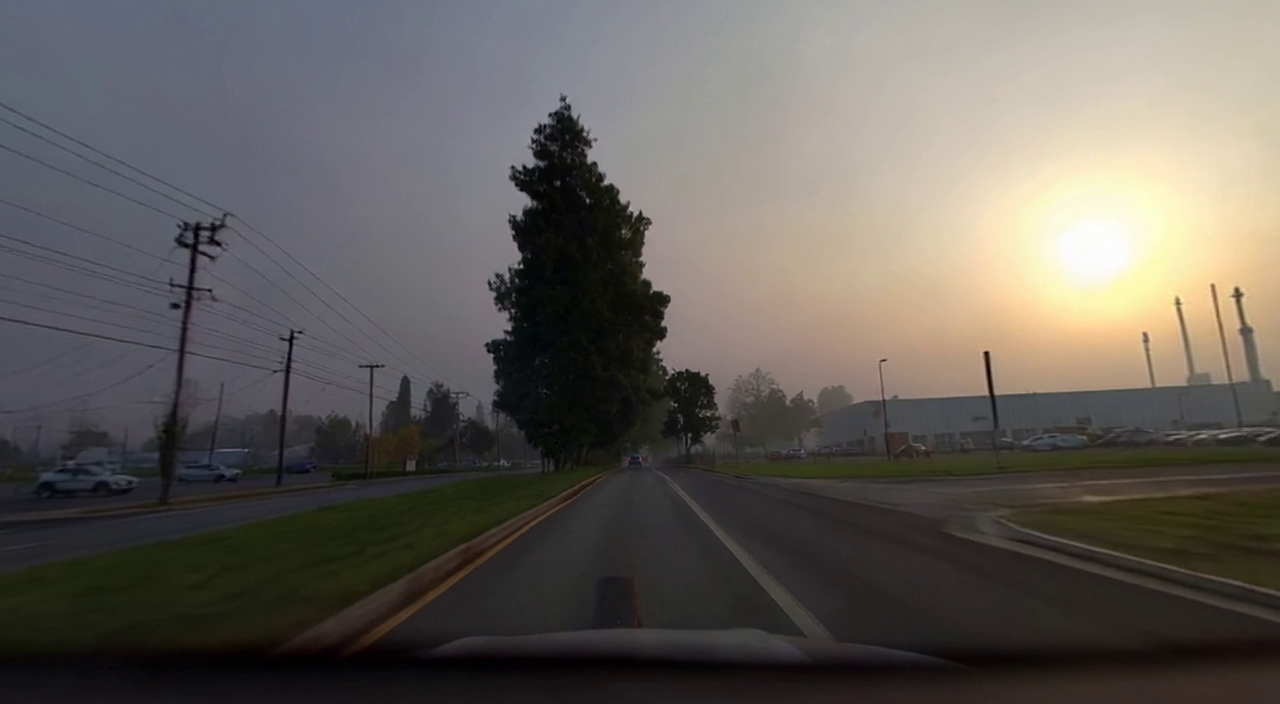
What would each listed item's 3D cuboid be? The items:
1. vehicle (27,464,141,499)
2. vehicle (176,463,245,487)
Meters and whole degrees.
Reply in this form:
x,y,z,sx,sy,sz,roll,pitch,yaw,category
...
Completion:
x,y,z,sx,sy,sz,roll,pitch,yaw,category
-27.612,6.414,31.644,1.808,1.441,4.386,-1,-9,-1,vehicle
-32.881,9.372,48.471,3.976,1.504,1.896,-3,-7,1,vehicle
